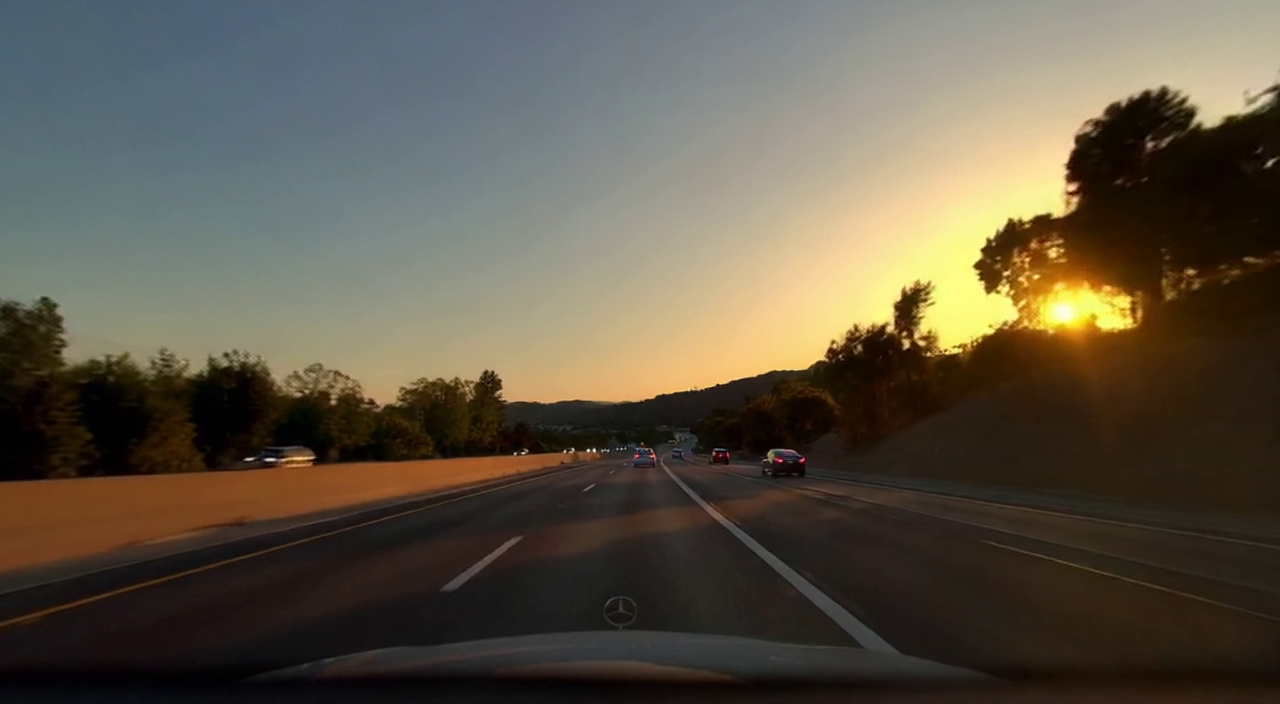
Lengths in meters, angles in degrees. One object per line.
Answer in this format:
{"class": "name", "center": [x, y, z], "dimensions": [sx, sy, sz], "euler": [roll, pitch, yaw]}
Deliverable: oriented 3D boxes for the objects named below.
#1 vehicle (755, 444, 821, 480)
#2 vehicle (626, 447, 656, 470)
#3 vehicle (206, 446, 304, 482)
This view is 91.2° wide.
{"class": "vehicle", "center": [6.947, 5.214, 29.949], "dimensions": [2.008, 1.533, 4.592], "euler": [0, -9, -1]}
{"class": "vehicle", "center": [0.077, 7.513, 44.512], "dimensions": [2.025, 1.526, 4.181], "euler": [0, -9, 0]}
{"class": "vehicle", "center": [-19.324, 5.613, 31.755], "dimensions": [1.955, 1.678, 4.699], "euler": [0, -9, 0]}
